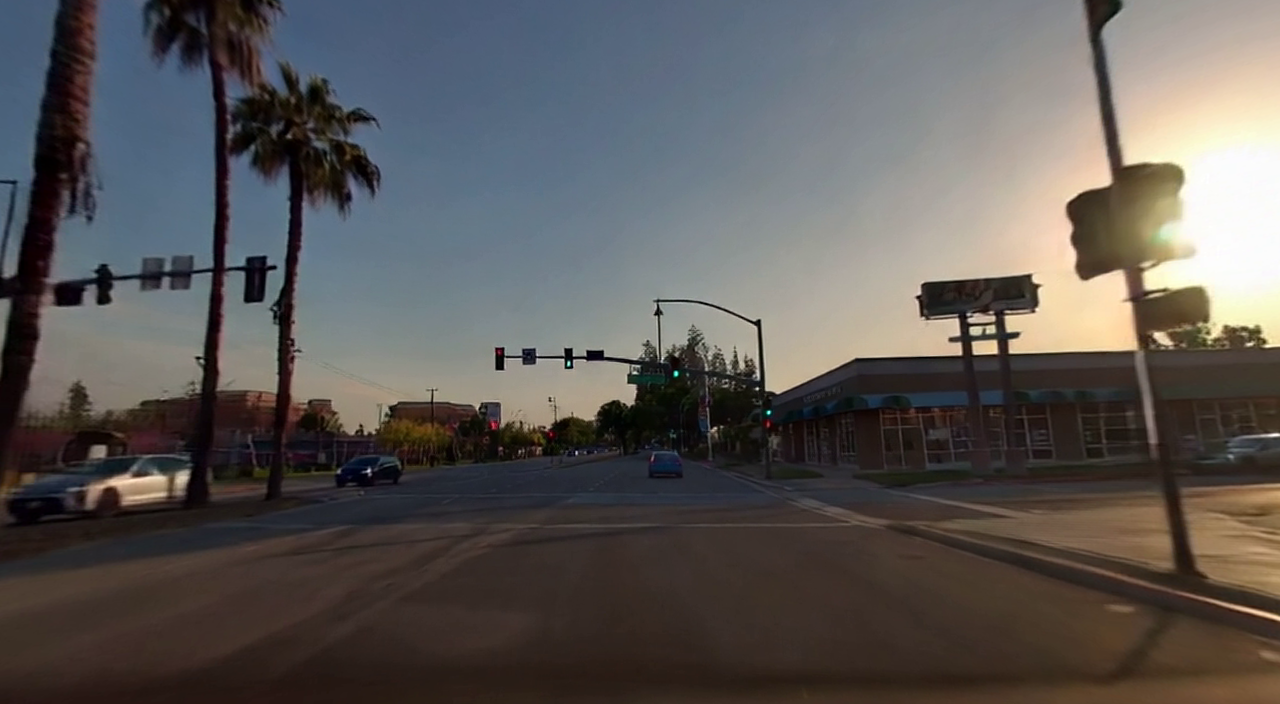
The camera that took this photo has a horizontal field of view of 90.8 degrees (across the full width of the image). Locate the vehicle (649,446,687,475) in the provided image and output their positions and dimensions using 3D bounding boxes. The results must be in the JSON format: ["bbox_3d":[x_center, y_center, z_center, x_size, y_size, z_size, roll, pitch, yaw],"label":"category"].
[{"bbox_3d":[1.599,6.442,37.811,1.969,1.555,4.431,0,-8,-1],"label":"vehicle"}]

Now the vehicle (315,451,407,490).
[{"bbox_3d":[-11.726,4.974,26.883,2.033,1.494,4.048,0,-8,0],"label":"vehicle"}]

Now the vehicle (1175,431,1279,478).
[{"bbox_3d":[21.399,3.485,21.556,2.046,1.481,4.936,0,-8,2],"label":"vehicle"}]

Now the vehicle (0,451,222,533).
[{"bbox_3d":[-12.368,3.109,14.751,2.027,1.534,4.779,0,-8,-2],"label":"vehicle"}]
